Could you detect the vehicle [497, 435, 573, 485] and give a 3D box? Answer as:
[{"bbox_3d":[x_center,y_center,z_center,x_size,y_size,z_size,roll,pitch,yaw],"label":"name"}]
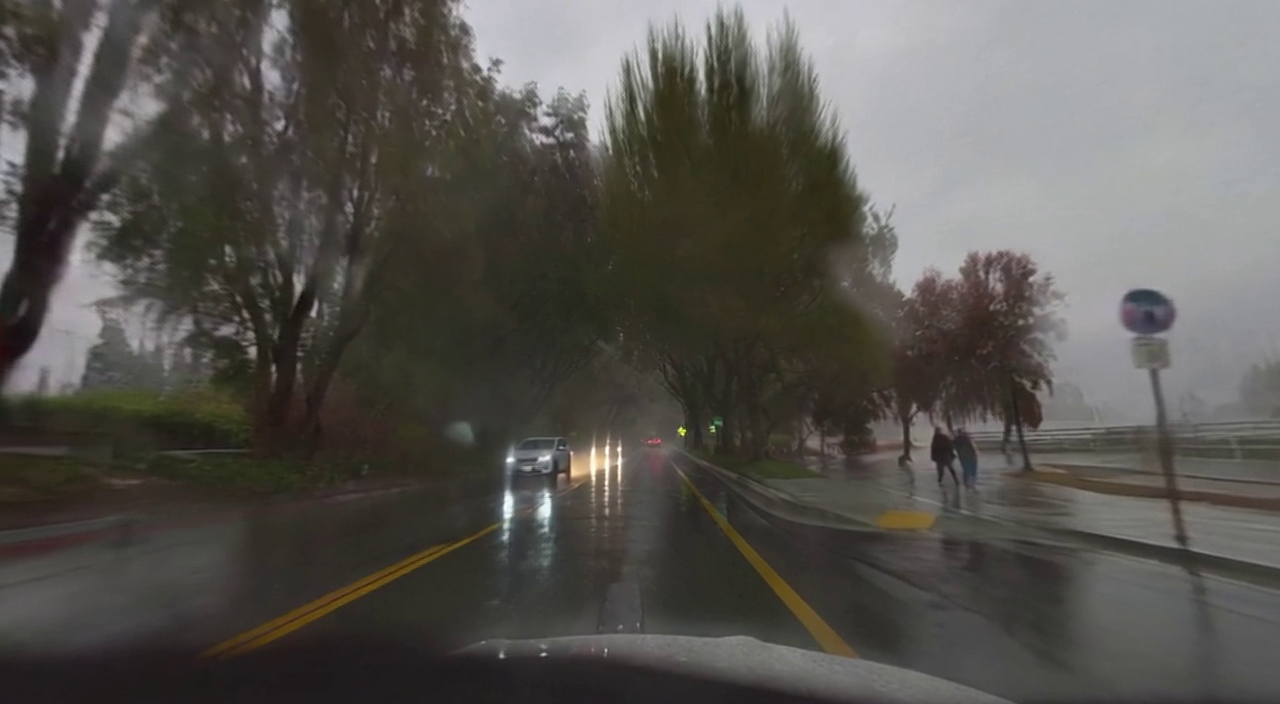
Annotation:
[{"bbox_3d":[-3.647,3.811,22.689,1.898,1.606,3.927,-1,-8,3],"label":"vehicle"}]
